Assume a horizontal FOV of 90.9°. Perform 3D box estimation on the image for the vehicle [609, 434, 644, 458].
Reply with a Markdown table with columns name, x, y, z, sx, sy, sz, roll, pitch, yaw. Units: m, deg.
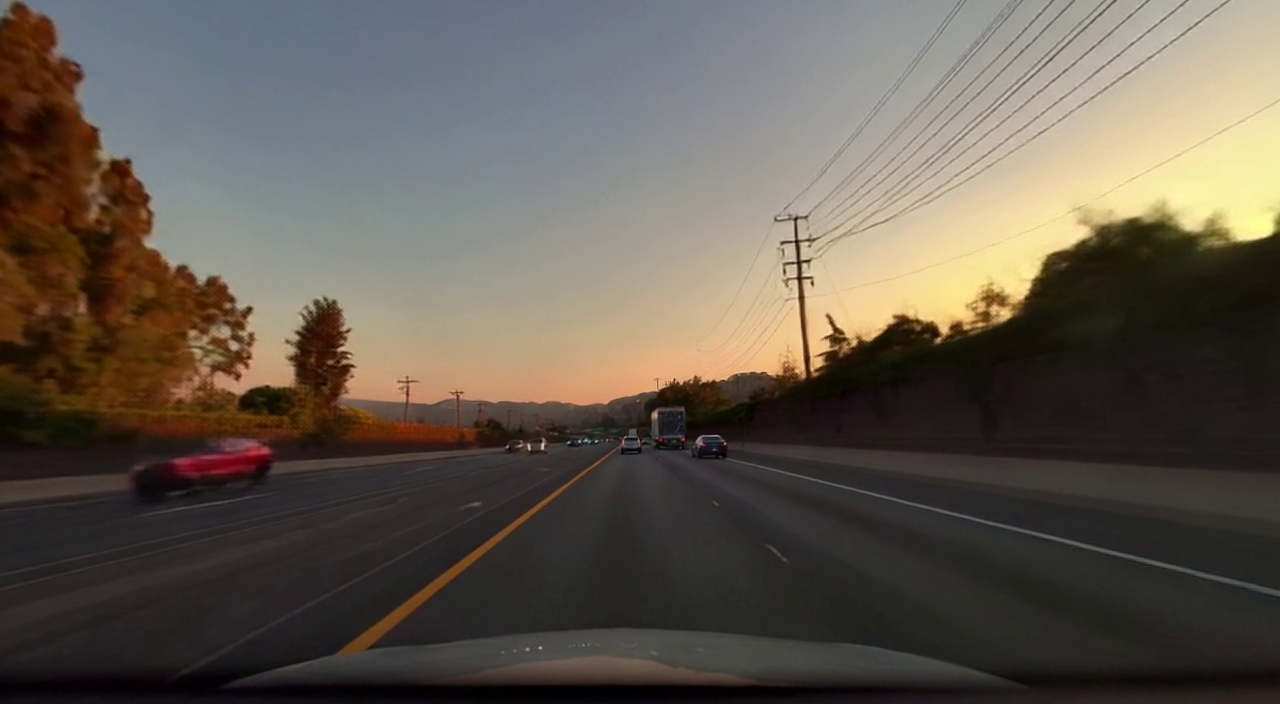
| name | x | y | z | sx | sy | sz | roll | pitch | yaw |
| --- | --- | --- | --- | --- | --- | --- | --- | --- | --- |
| vehicle | -0.850 | 6.079 | 40.859 | 2.163 | 1.466 | 3.693 | 0 | -7 | -1 |

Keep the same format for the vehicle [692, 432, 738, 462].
| name | x | y | z | sx | sy | sz | roll | pitch | yaw |
| --- | --- | --- | --- | --- | --- | --- | --- | --- | --- |
| vehicle | 4.149 | 5.281 | 35.429 | 1.930 | 1.573 | 3.853 | 0 | -7 | -2 |

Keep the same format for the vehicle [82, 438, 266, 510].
| name | x | y | z | sx | sy | sz | roll | pitch | yaw |
| --- | --- | --- | --- | --- | --- | --- | --- | --- | --- |
| vehicle | -13.117 | 3.398 | 18.175 | 2.119 | 1.787 | 4.146 | 0 | -7 | -1 |
